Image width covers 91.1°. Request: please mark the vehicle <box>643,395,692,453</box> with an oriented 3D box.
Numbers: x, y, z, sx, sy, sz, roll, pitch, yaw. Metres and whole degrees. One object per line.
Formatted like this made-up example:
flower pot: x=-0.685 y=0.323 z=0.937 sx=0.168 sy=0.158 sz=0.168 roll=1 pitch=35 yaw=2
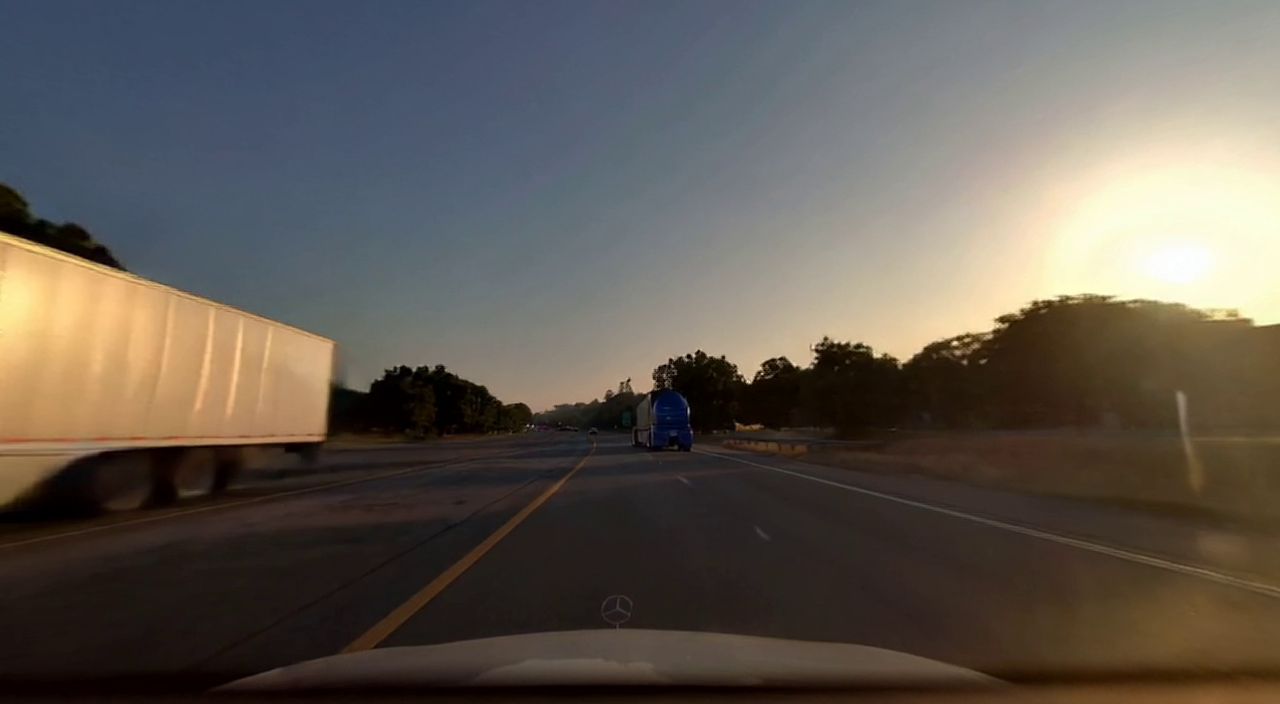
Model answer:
vehicle: x=1.879 y=5.420 z=46.817 sx=2.949 sy=3.877 sz=8.528 roll=0 pitch=-8 yaw=-2
